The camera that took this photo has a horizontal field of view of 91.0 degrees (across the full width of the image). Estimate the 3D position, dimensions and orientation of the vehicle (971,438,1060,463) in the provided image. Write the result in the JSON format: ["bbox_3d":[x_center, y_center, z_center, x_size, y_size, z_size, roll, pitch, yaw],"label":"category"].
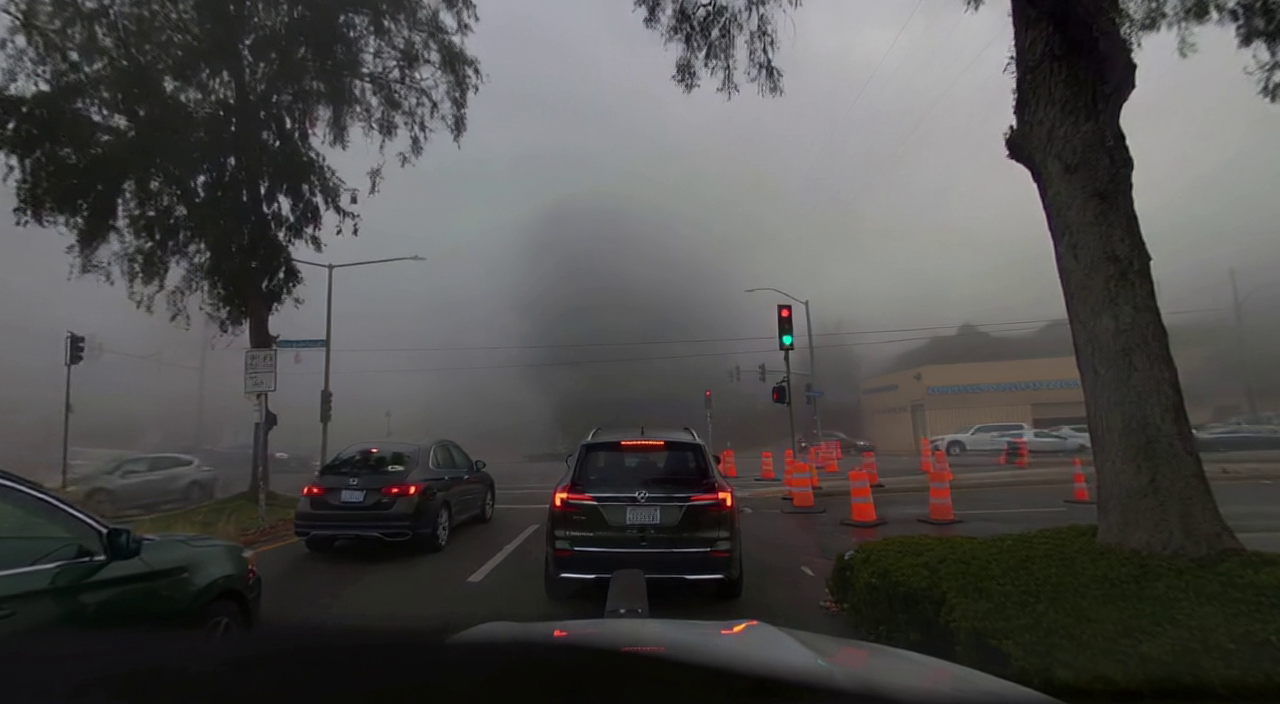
[{"bbox_3d":[24.063,6.334,40.449,4.463,1.482,1.808,0,-9,2],"label":"vehicle"}]

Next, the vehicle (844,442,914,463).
[{"bbox_3d":[17.924,7.577,47.328,4.581,1.480,1.752,1,-9,0],"label":"vehicle"}]

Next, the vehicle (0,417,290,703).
[{"bbox_3d":[-3.580,0.950,2.148,1.964,1.497,4.722,0,-9,1],"label":"vehicle"}]

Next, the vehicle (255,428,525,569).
[{"bbox_3d":[-3.251,1.999,9.451,1.989,1.541,4.626,0,-9,2],"label":"vehicle"}]

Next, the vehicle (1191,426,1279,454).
[{"bbox_3d":[38.999,5.707,40.682,4.805,1.688,1.923,0,-9,1],"label":"vehicle"}]

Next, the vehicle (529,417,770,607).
[{"bbox_3d":[0.125,1.629,7.211,2.021,1.560,3.676,0,-9,1],"label":"vehicle"}]

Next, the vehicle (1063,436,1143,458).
[{"bbox_3d":[36.698,7.566,49.969,4.791,1.635,1.857,0,-9,1],"label":"vehicle"}]
